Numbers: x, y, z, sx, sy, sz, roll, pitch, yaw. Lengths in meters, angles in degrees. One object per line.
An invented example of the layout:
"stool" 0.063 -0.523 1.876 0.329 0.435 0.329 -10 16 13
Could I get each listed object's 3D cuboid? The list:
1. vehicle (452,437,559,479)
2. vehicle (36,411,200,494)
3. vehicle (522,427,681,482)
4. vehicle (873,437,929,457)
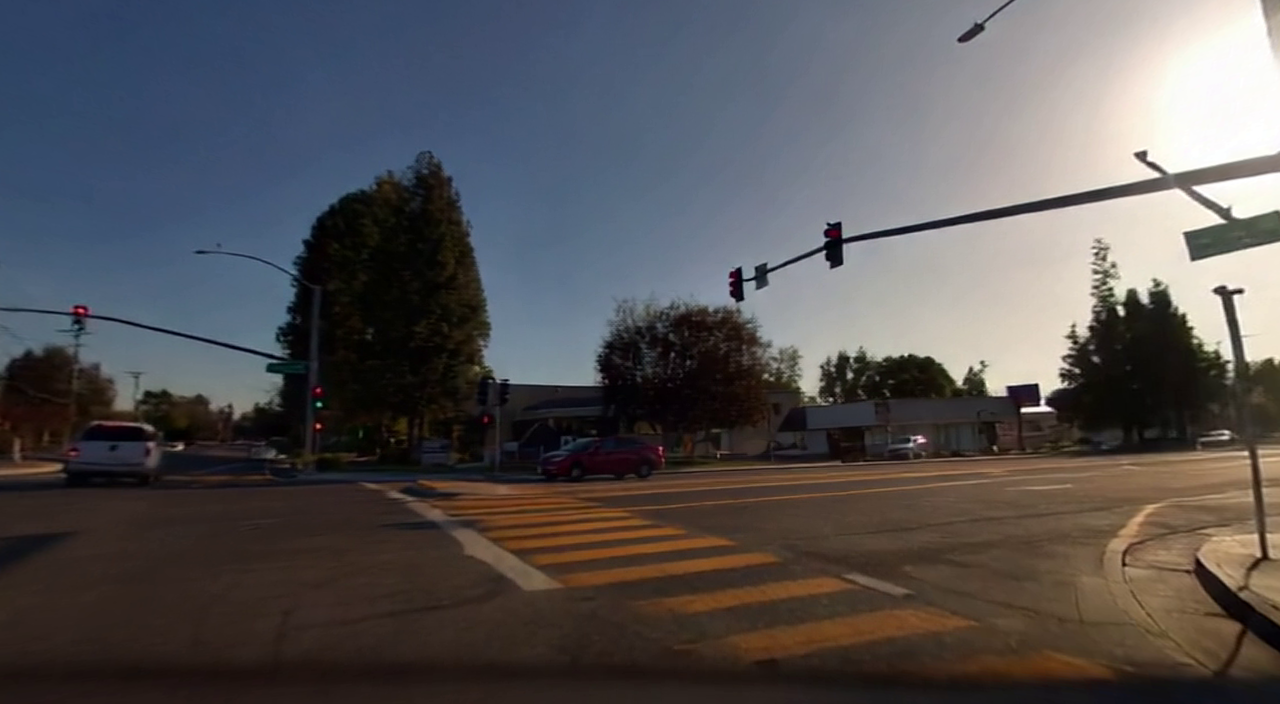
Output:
"vehicle" -5.427 4.237 25.319 3.990 1.548 1.780 3 -9 -19
"vehicle" -13.707 2.677 16.902 2.300 1.868 4.690 4 -10 -27
"vehicle" -1.305 3.506 21.952 5.149 1.725 1.964 4 -9 -28
"vehicle" 19.474 7.084 46.831 3.805 1.451 1.641 4 -10 -26
